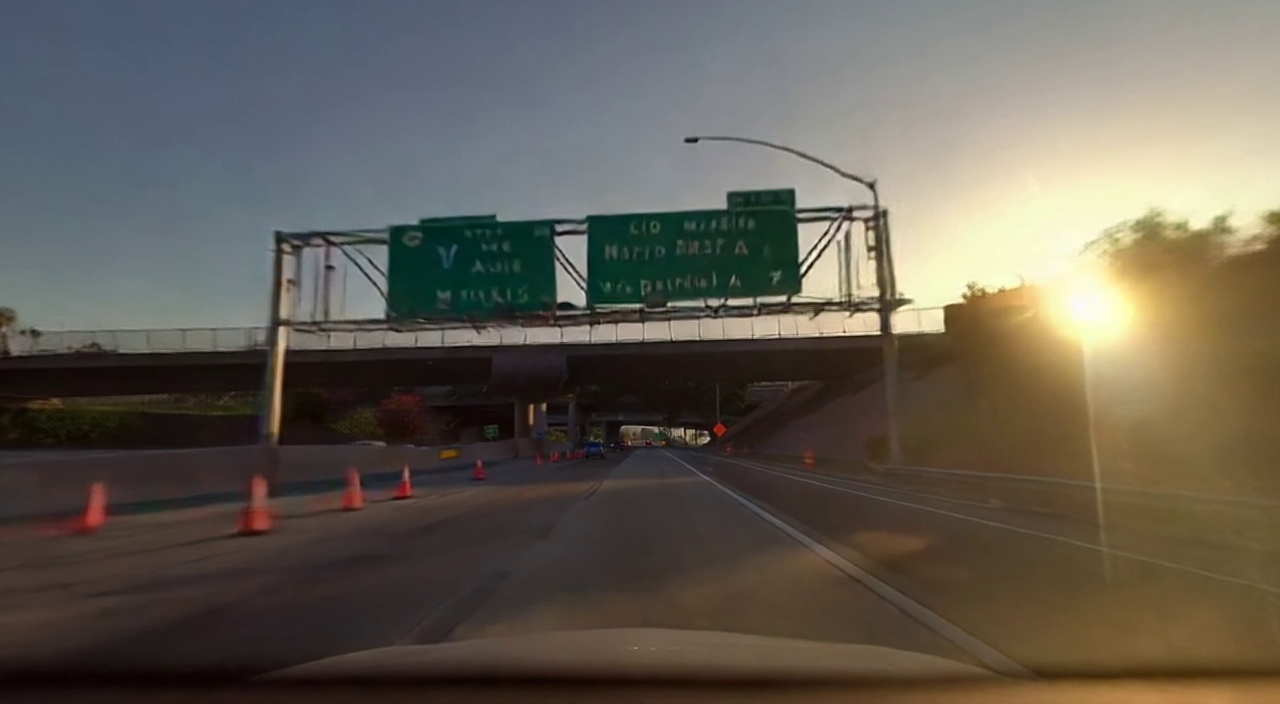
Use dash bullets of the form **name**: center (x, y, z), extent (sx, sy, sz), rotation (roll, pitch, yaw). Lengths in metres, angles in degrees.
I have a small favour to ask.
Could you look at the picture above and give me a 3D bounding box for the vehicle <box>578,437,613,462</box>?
- **vehicle**: center (-3.042, 6.779, 43.667), extent (2.078, 1.629, 4.059), rotation (0, -8, 1)
